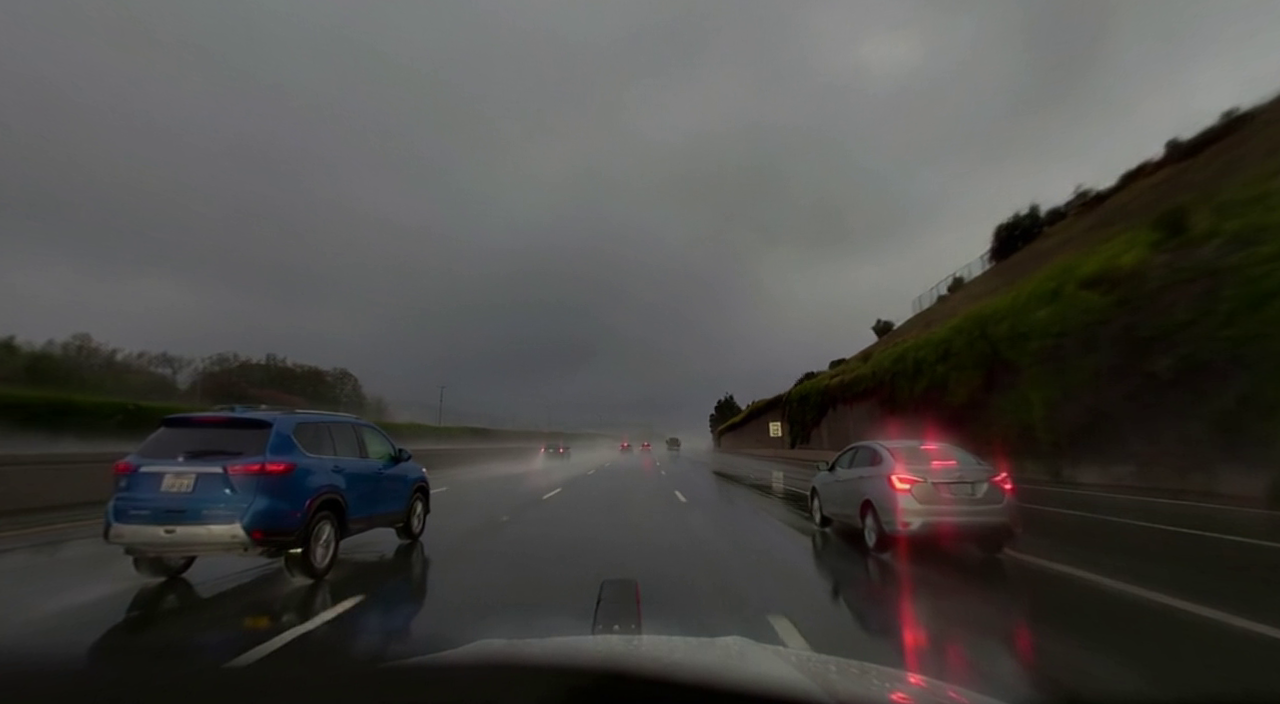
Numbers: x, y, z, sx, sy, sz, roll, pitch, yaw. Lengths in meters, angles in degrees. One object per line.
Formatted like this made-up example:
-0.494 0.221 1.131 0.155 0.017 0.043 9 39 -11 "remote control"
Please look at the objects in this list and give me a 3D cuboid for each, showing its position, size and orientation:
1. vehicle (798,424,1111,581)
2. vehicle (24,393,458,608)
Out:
3.576 1.776 8.288 1.847 1.493 4.303 0 -9 -1 "vehicle"
-3.903 1.548 7.505 2.047 1.715 4.689 0 -9 0 "vehicle"
